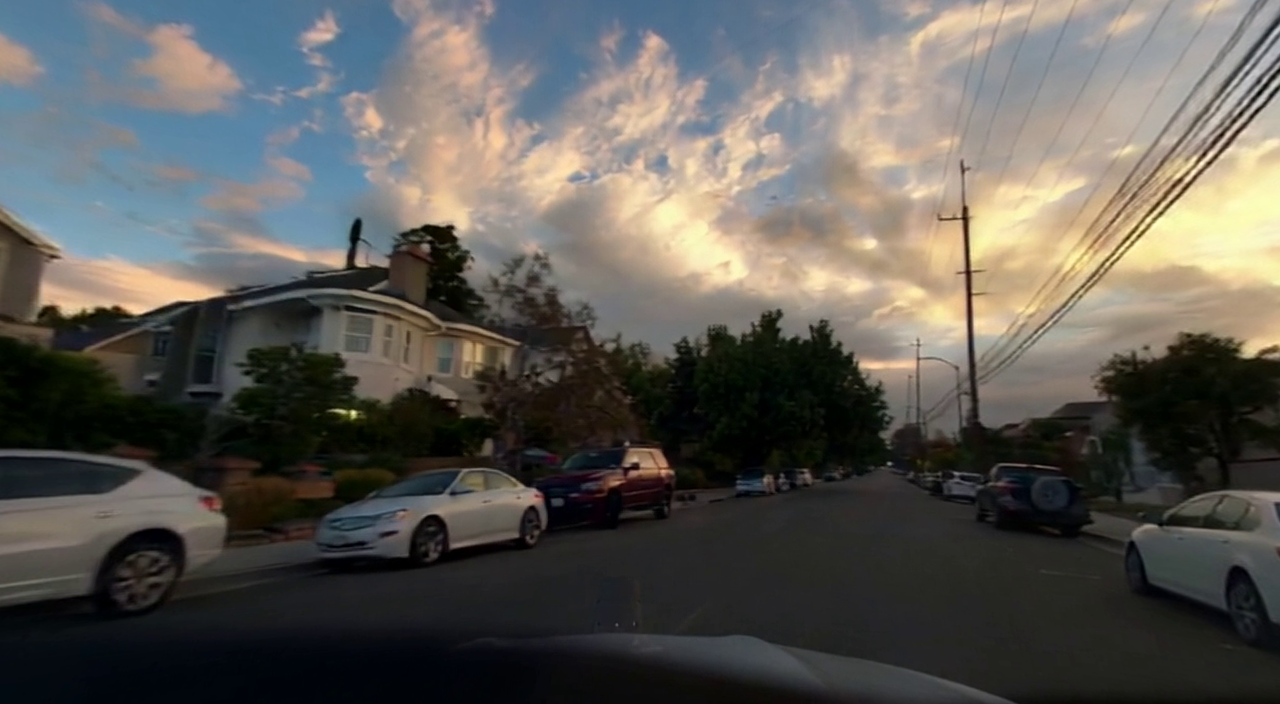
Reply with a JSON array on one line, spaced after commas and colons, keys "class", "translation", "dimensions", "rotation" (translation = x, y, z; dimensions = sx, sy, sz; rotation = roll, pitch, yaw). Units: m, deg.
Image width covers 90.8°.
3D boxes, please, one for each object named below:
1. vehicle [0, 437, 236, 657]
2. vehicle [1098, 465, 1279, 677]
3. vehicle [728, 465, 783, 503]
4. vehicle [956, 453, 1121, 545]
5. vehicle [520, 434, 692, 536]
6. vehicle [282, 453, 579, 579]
[{"class": "vehicle", "translation": [-5.240, 1.291, 4.207], "dimensions": [1.754, 1.437, 3.885], "rotation": [-4, -12, 21]}, {"class": "vehicle", "translation": [6.371, 1.916, 6.022], "dimensions": [1.973, 1.517, 4.604], "rotation": [-3, -9, 20]}, {"class": "vehicle", "translation": [5.987, 6.684, 32.307], "dimensions": [1.971, 1.648, 4.638], "rotation": [-3, -9, 20]}, {"class": "vehicle", "translation": [10.874, 3.933, 17.906], "dimensions": [2.547, 2.075, 5.693], "rotation": [-3, -9, 18]}, {"class": "vehicle", "translation": [-0.594, 3.143, 15.175], "dimensions": [2.194, 1.995, 4.814], "rotation": [-6, -12, 22]}, {"class": "vehicle", "translation": [-2.810, 2.376, 9.721], "dimensions": [1.823, 1.427, 4.407], "rotation": [-6, -12, 22]}]
